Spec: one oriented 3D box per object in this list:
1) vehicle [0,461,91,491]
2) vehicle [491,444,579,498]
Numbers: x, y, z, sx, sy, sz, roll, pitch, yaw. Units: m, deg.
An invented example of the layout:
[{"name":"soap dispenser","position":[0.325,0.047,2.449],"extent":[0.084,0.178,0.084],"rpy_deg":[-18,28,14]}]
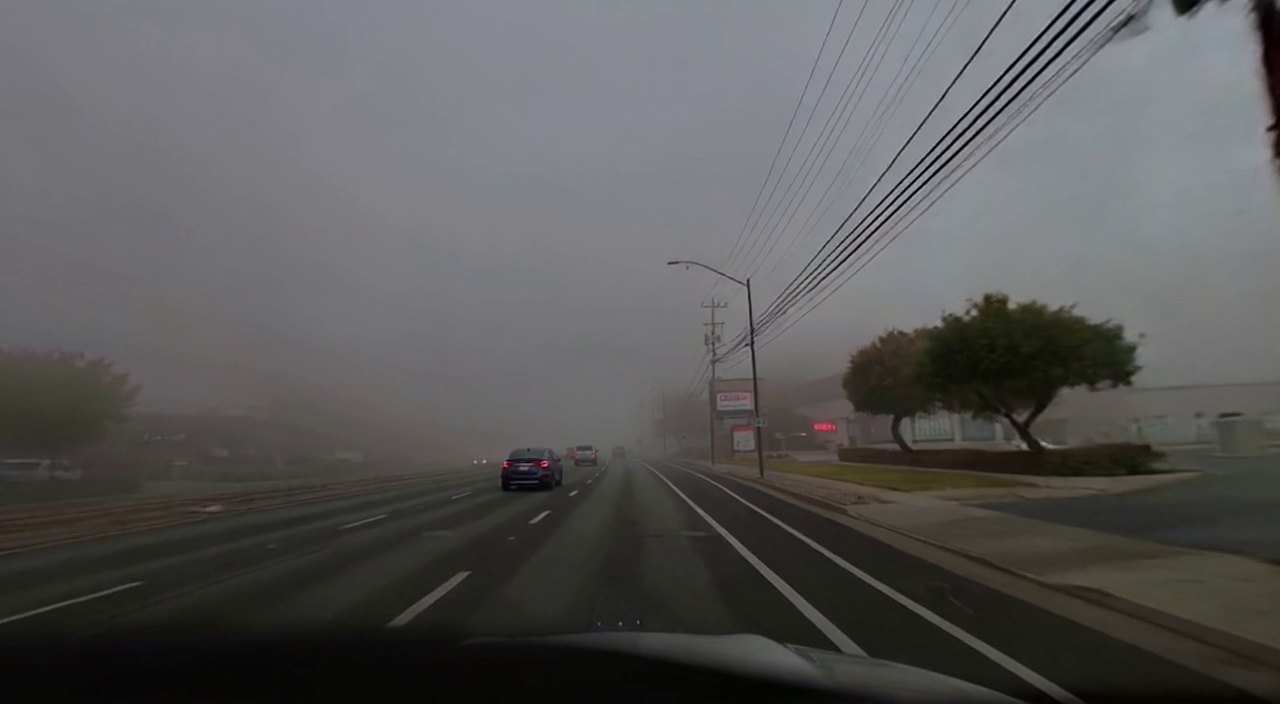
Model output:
[{"name":"vehicle","position":[-39.092,7.984,40.823],"extent":[4.763,1.764,2.118],"rpy_deg":[5,-10,-29]},{"name":"vehicle","position":[-3.163,3.661,19.838],"extent":[1.942,1.469,4.426],"rpy_deg":[0,-9,1]}]
